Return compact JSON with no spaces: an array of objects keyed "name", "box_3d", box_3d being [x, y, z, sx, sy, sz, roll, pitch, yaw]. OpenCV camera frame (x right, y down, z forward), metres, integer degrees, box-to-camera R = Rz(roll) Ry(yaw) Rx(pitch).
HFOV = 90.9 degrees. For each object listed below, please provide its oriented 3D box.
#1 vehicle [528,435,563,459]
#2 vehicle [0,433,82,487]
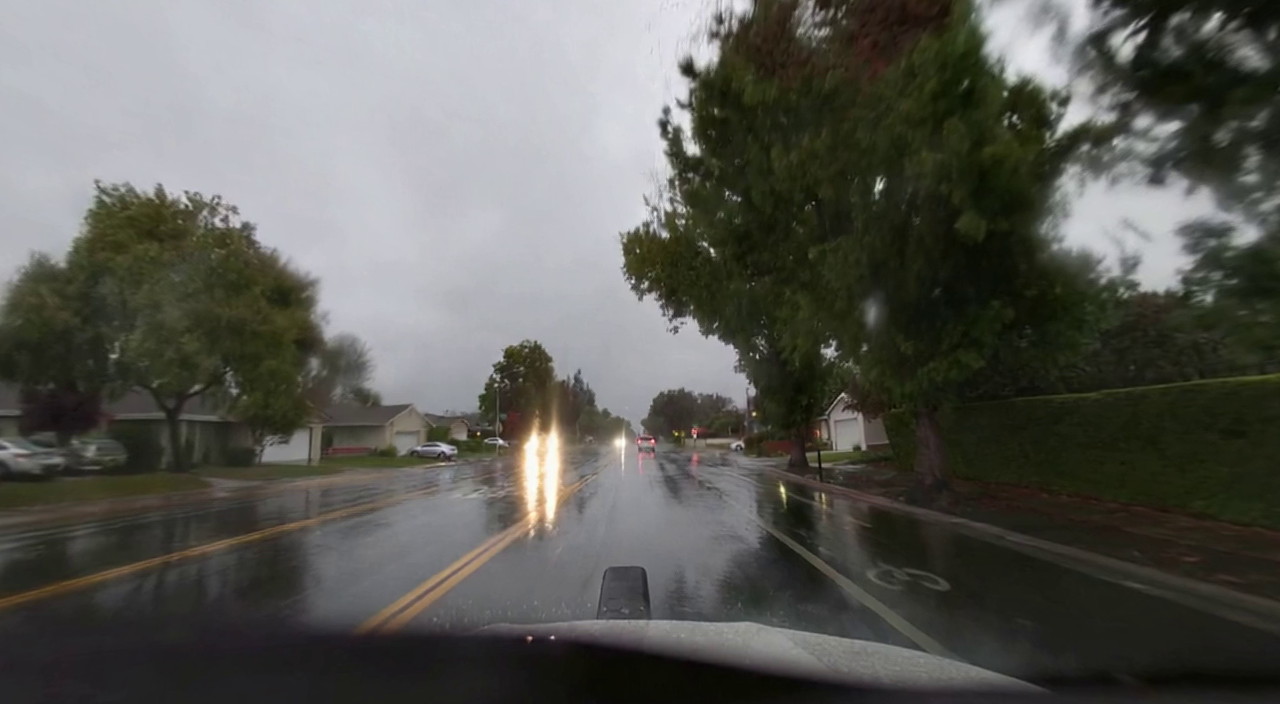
[{"name":"vehicle","box_3d":[-7.129,7.195,47.855,1.977,1.753,4.128,0,-8,1]},{"name":"vehicle","box_3d":[-20.697,3.496,20.621,1.930,1.617,4.076,2,-9,-15]}]
